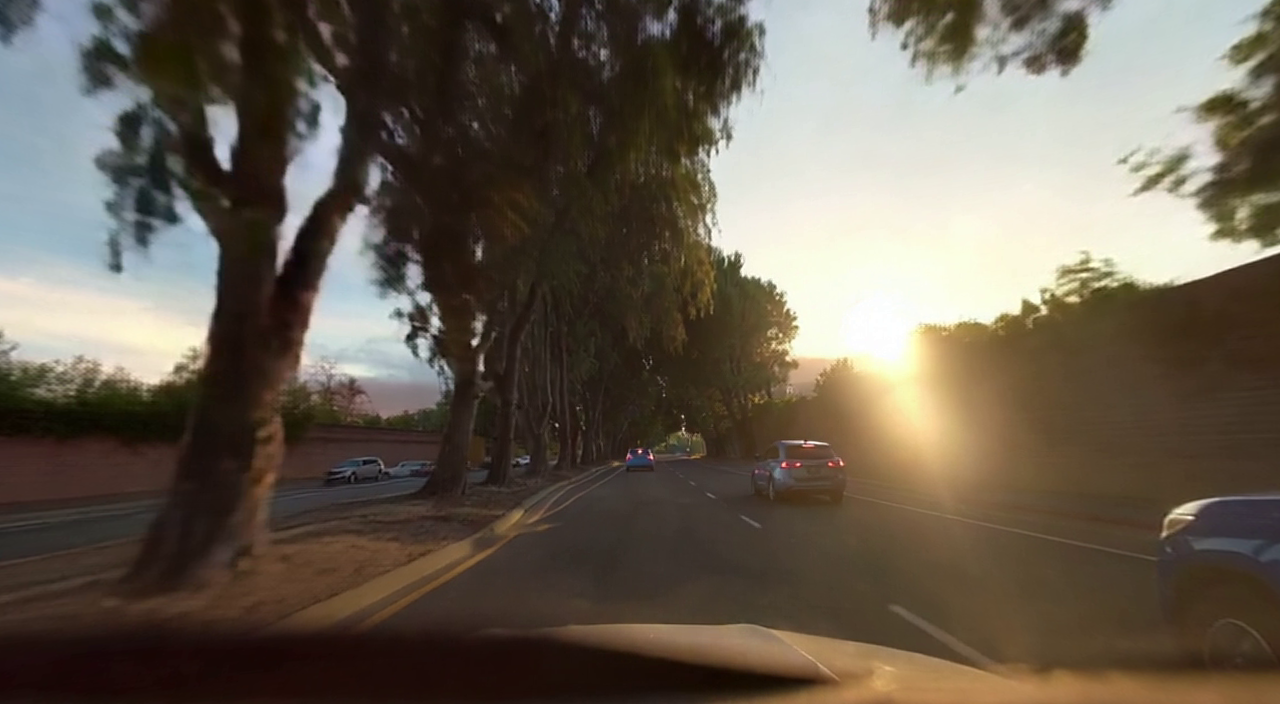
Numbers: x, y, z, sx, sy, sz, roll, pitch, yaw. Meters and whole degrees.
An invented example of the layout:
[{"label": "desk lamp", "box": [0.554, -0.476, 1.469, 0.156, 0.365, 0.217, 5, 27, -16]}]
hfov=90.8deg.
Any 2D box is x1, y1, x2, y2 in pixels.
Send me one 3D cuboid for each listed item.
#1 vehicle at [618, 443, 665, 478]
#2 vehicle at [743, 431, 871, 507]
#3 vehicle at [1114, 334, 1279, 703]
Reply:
[{"label": "vehicle", "box": [0.041, 5.849, 34.238, 2.391, 1.739, 3.837, -1, -8, 0]}, {"label": "vehicle", "box": [4.297, 3.083, 17.157, 2.155, 1.752, 4.456, -1, -8, -1]}, {"label": "vehicle", "box": [4.030, 0.553, 1.091, 2.470, 1.751, 5.015, -1, -8, 0]}]
